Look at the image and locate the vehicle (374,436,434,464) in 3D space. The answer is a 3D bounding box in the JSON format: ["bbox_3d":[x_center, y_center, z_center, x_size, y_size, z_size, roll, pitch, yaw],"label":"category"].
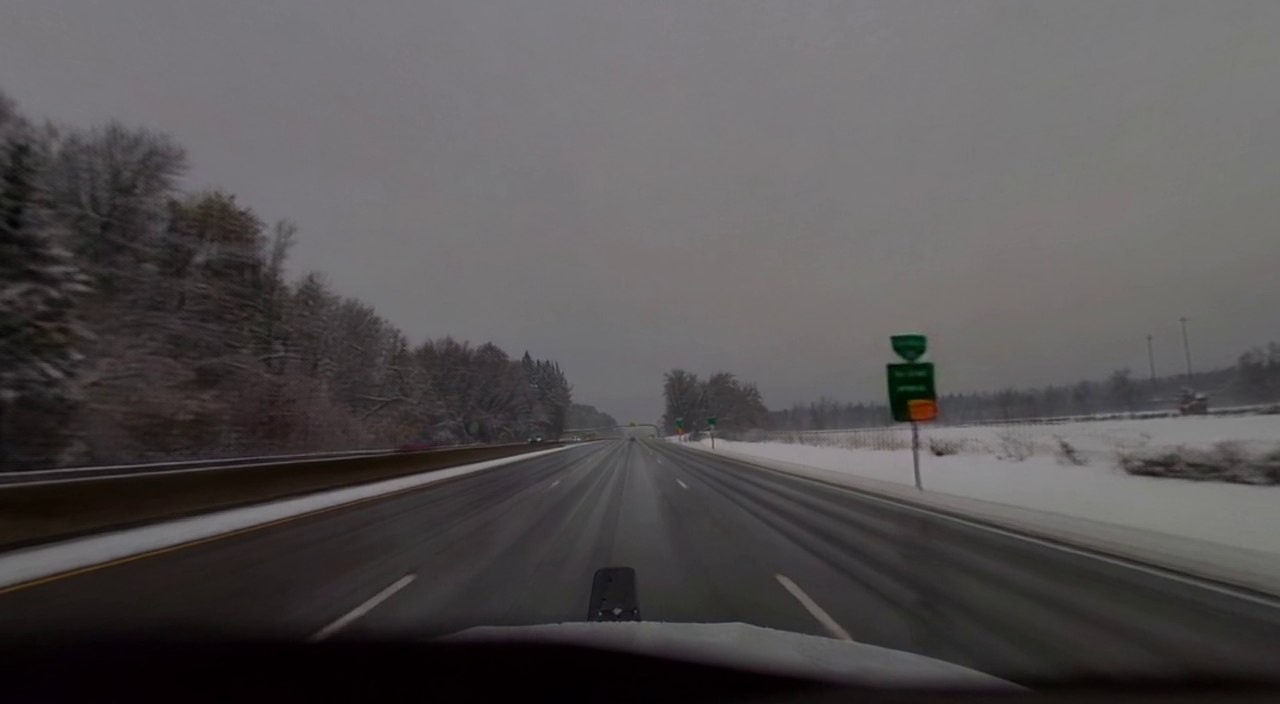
[{"bbox_3d":[-13.227,5.499,35.504,1.880,1.455,3.792,0,-8,0],"label":"vehicle"}]

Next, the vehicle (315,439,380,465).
[{"bbox_3d":[-17.706,6.044,38.379,1.915,1.474,4.442,0,-8,-1],"label":"vehicle"}]
